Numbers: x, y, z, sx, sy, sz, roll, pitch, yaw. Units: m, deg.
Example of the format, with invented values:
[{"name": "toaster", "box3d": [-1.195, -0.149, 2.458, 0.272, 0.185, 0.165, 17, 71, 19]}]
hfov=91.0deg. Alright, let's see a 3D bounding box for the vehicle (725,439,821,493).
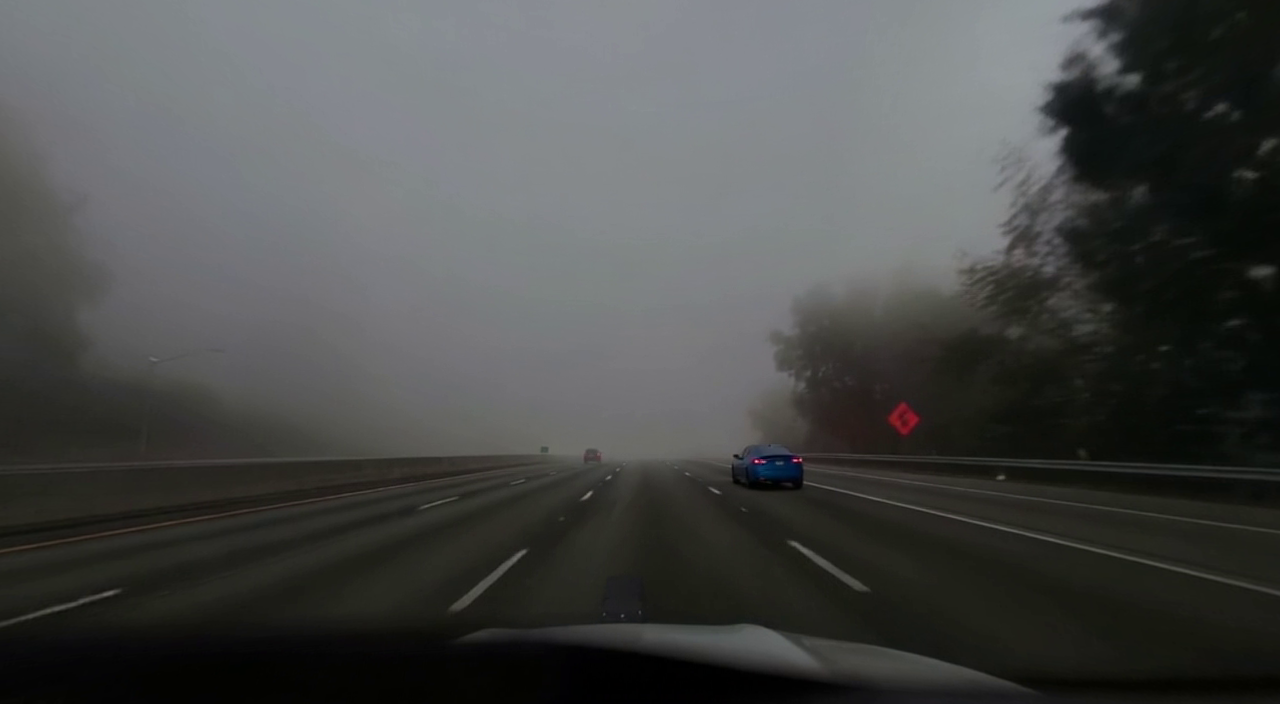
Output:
[{"name": "vehicle", "box3d": [4.064, 3.567, 20.047, 2.033, 1.501, 4.398, 0, -9, -1]}]
